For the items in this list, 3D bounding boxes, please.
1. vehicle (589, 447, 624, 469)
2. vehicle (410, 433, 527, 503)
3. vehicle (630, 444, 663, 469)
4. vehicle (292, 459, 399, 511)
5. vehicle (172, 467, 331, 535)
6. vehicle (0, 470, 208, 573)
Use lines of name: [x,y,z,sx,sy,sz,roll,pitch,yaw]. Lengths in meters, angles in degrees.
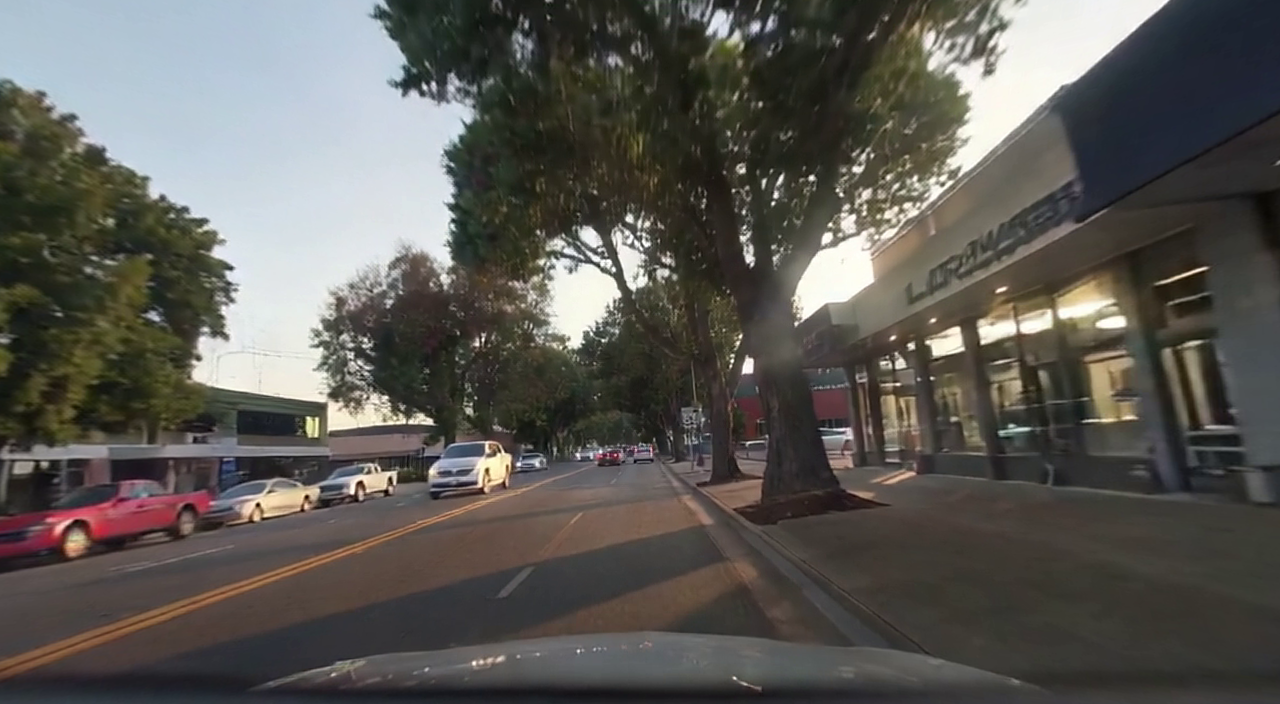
vehicle: [-2.220,7.147,42.774,2.099,1.424,4.609,0,-8,1]
vehicle: [-6.008,4.150,23.115,2.644,2.161,5.825,-1,-8,1]
vehicle: [0.421,6.748,40.883,2.020,1.478,3.922,0,-8,1]
vehicle: [-11.248,5.067,24.473,1.925,1.709,4.426,0,-8,1]
vehicle: [-11.322,4.316,18.841,1.858,1.469,4.665,-4,-9,0]
vehicle: [-11.269,3.332,12.966,1.946,1.526,3.954,-2,-7,0]
